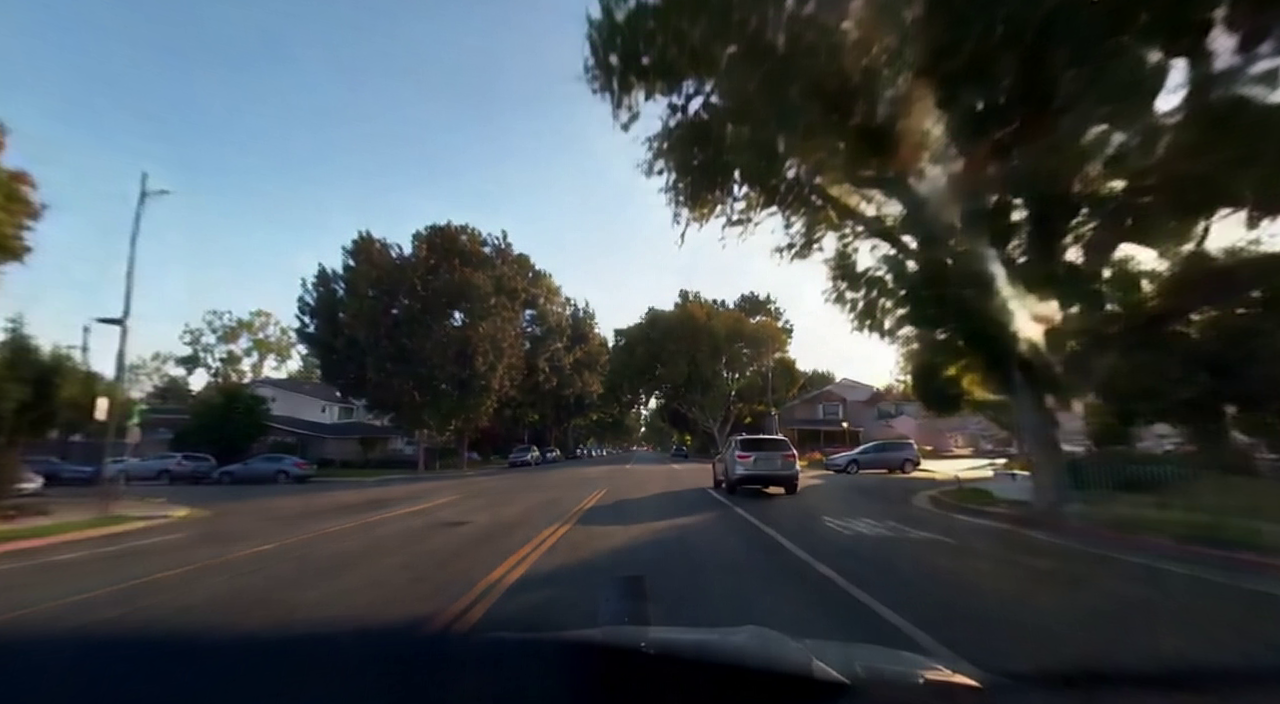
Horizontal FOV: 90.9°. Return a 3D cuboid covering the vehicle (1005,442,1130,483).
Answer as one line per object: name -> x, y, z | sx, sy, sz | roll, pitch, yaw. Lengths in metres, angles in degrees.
vehicle -> 16.548, 4.276, 24.536 | 3.467, 1.520, 1.801 | 0, -8, 1

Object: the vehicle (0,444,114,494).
vehicle -> -24.029, 4.574, 24.859 | 4.644, 1.781, 2.084 | 0, -6, 1

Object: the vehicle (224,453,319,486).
vehicle -> -20.079, 6.411, 34.474 | 3.986, 1.665, 1.888 | 0, -9, 1

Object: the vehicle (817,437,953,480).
vehicle -> 11.674, 5.091, 30.295 | 5.539, 1.729, 2.145 | -2, -8, -3

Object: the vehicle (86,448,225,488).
vehicle -> -26.300, 6.282, 34.351 | 5.604, 2.035, 2.291 | 0, -9, 0

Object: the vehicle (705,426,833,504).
vehicle -> 3.444, 3.187, 18.289 | 2.497, 1.889, 5.833 | 0, -8, 0

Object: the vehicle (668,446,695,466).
vehicle -> 3.105, 7.940, 48.370 | 1.956, 1.492, 4.425 | 0, -8, 2

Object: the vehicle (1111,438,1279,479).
vehicle -> 21.877, 4.156, 24.754 | 5.051, 1.527, 1.968 | -1, -8, 2
